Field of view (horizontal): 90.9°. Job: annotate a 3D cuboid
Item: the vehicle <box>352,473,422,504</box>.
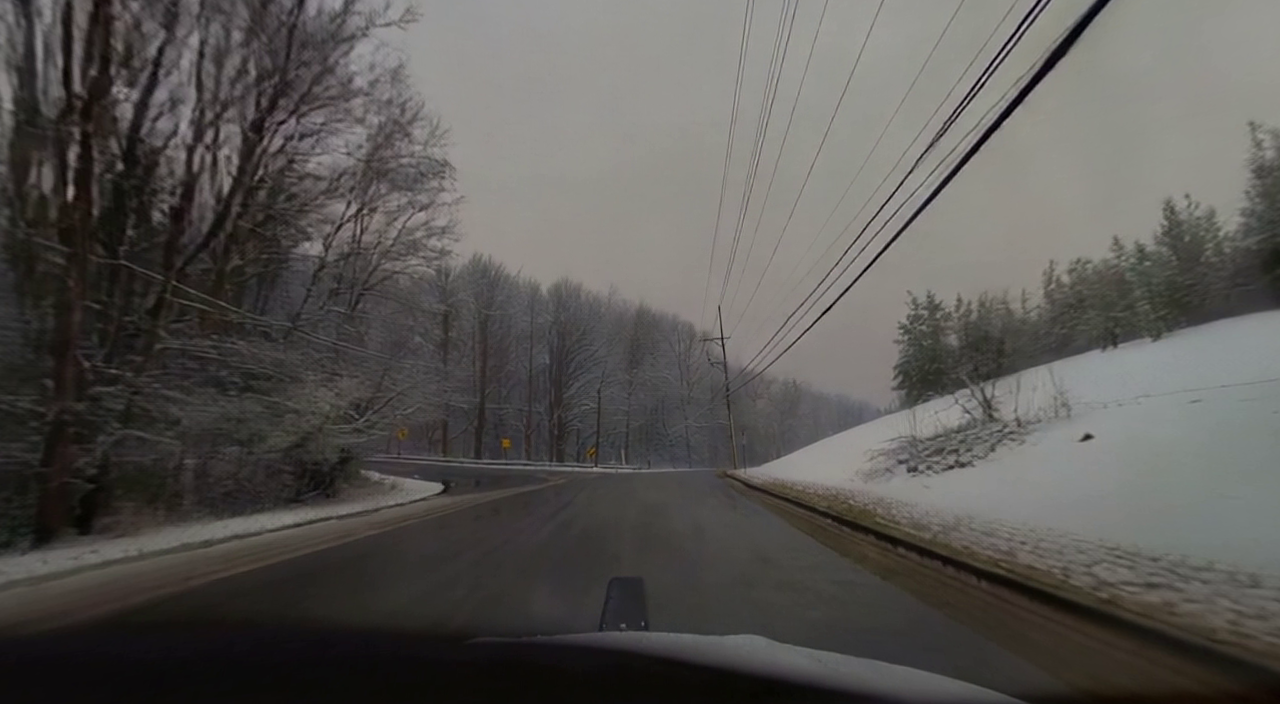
[{"bbox_3d":[-15.883,8.494,39.508,4.043,1.673,1.970,-5,-10,31],"label":"vehicle"}]
